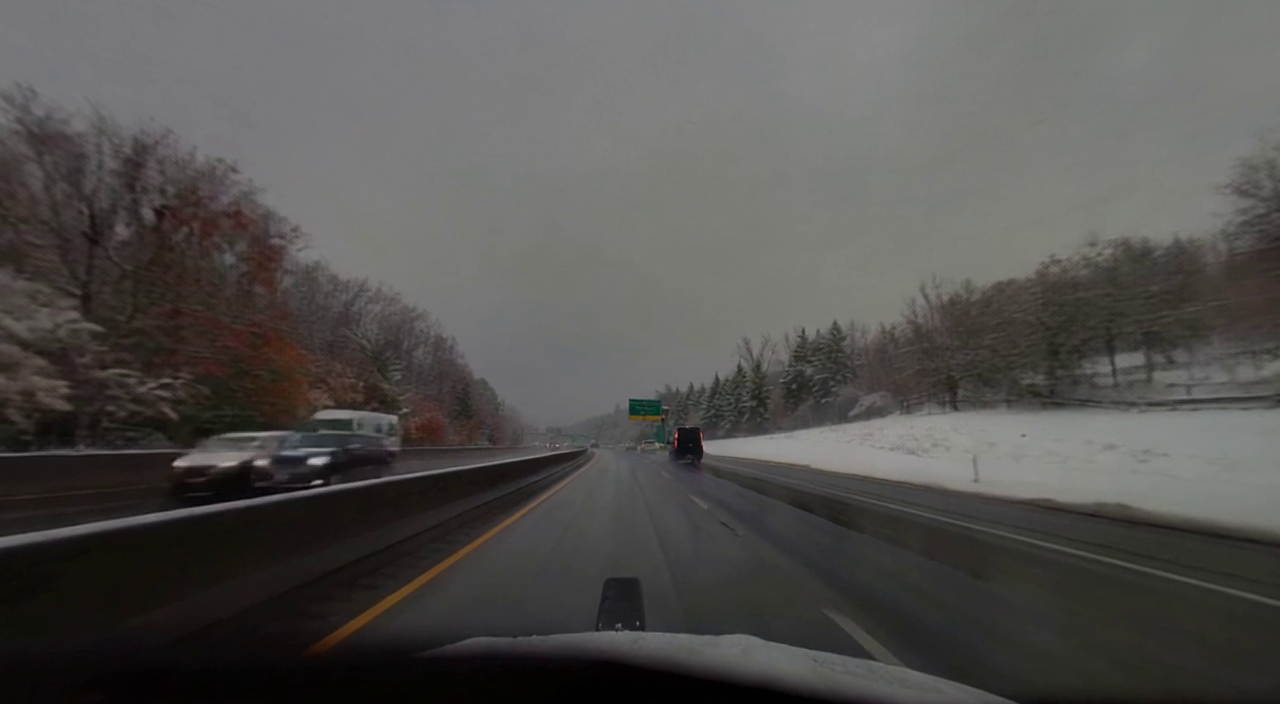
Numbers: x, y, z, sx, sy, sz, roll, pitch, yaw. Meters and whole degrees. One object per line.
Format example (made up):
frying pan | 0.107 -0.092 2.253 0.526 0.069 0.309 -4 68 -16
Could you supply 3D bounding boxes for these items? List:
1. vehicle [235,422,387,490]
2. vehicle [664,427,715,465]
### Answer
vehicle | -8.167 2.613 16.108 1.797 1.509 3.905 1 -8 -1
vehicle | 2.840 5.536 37.223 2.393 2.072 4.958 1 -8 -3
